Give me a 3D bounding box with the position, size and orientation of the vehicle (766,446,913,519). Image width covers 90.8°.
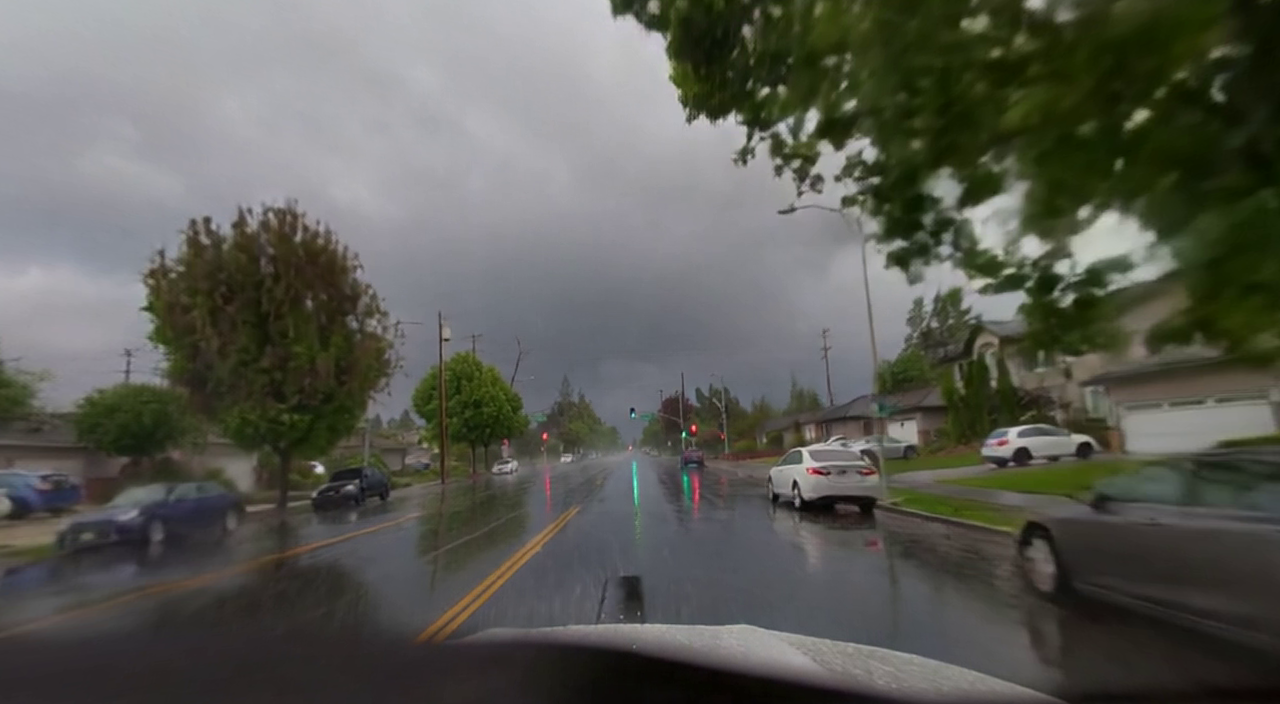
[{"bbox_3d":[4.514,3.011,15.074,2.063,1.444,4.217,0,-9,-1],"label":"vehicle"}]

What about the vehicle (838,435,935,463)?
[{"bbox_3d":[13.420,5.317,34.573,4.564,1.437,1.796,-1,-9,0],"label":"vehicle"}]

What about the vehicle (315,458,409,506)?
[{"bbox_3d":[-11.445,5.355,26.365,1.977,1.753,4.278,-1,-9,0],"label":"vehicle"}]

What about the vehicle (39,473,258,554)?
[{"bbox_3d":[-11.394,3.736,15.113,1.867,1.471,4.139,-1,-9,1],"label":"vehicle"}]

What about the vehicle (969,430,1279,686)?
[{"bbox_3d":[4.680,1.360,4.791,2.010,1.461,4.247,0,-9,-1],"label":"vehicle"}]
